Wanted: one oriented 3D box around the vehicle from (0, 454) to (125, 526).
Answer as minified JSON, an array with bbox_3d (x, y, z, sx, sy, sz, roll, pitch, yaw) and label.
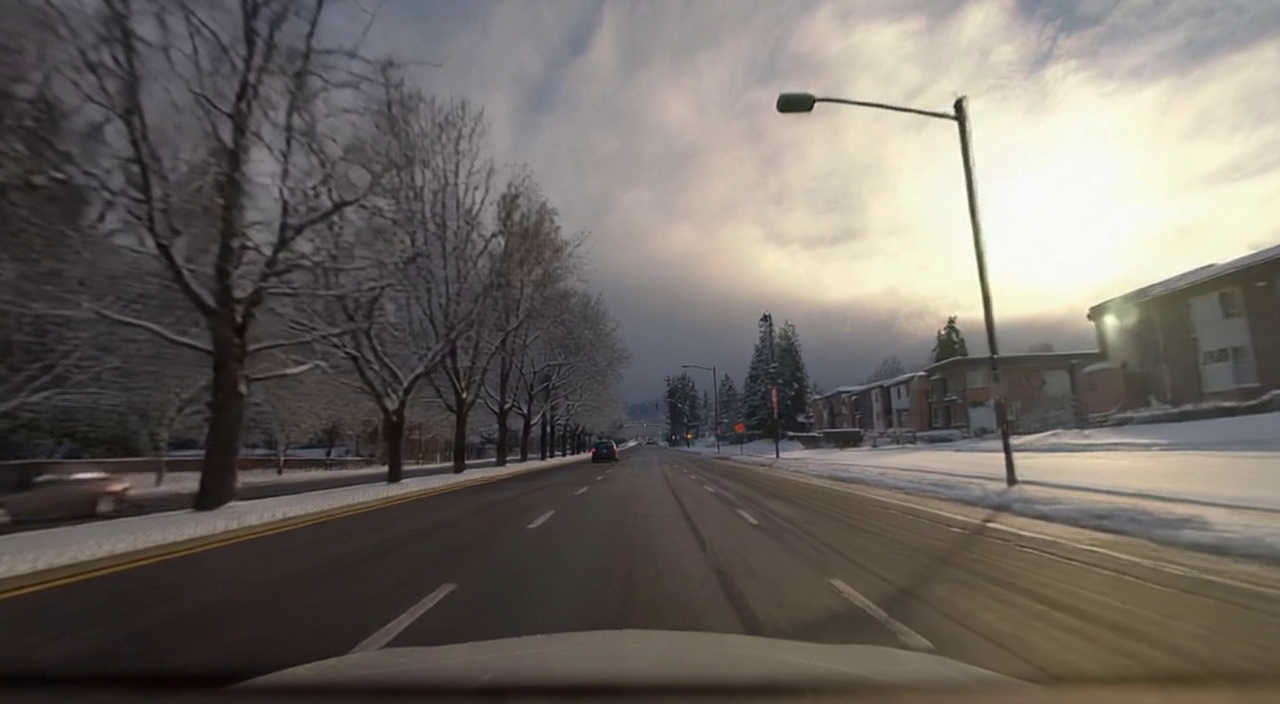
[{"bbox_3d":[-16.187,3.468,16.056,2.204,1.625,4.561,0,-8,0],"label":"vehicle"}]
